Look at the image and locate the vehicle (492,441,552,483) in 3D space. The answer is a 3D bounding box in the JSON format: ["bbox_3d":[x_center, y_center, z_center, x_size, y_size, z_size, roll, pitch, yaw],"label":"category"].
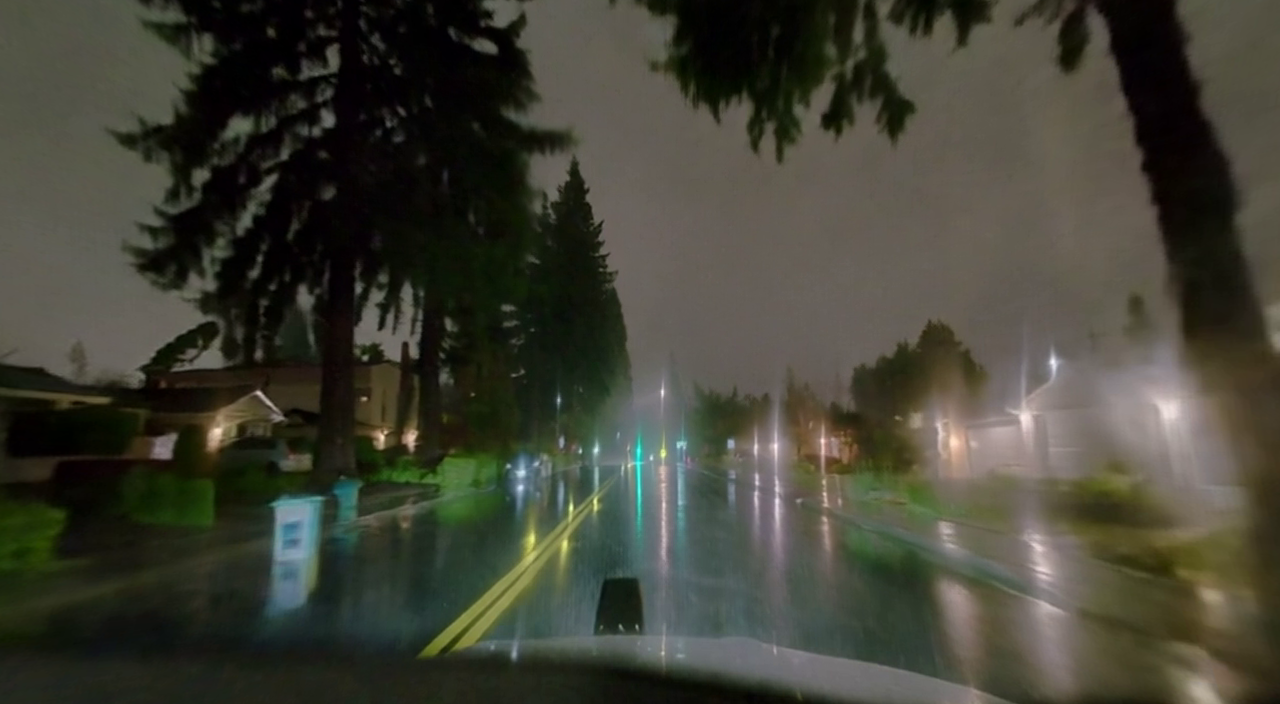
[{"bbox_3d":[-5.662,5.447,30.776,1.924,1.765,4.542,-3,-12,1],"label":"vehicle"}]

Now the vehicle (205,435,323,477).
[{"bbox_3d":[-14.667,4.032,24.543,4.668,1.491,1.941,-6,-10,32],"label":"vehicle"}]

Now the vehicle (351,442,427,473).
[{"bbox_3d":[-16.872,7.072,42.346,4.742,1.495,1.963,-11,-11,23],"label":"vehicle"}]
